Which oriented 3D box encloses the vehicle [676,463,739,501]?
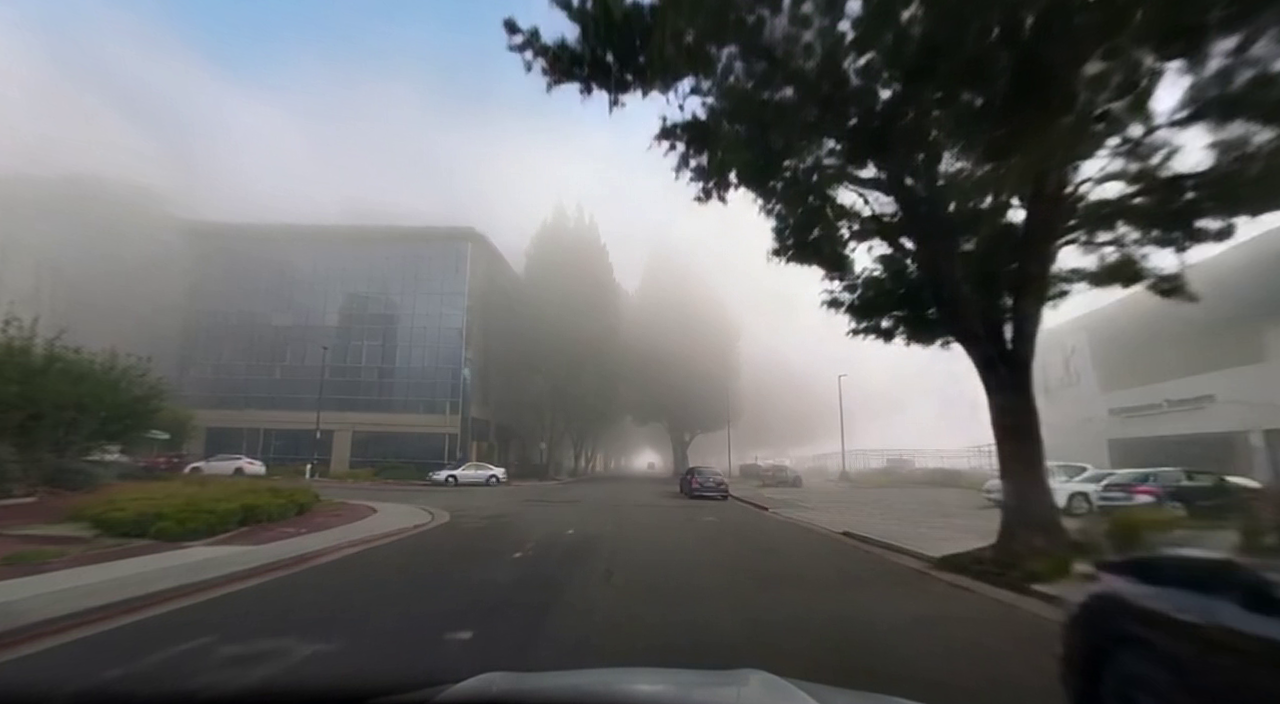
[{"bbox_3d":[2.710,5.395,26.316,2.073,1.434,3.899,1,-11,-2],"label":"vehicle"}]

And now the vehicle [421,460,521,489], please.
[{"bbox_3d":[-9.107,6.657,34.234,4.770,1.448,1.983,9,-14,-38],"label":"vehicle"}]

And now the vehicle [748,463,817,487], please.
[{"bbox_3d":[10.790,9.369,47.903,4.782,1.698,1.882,1,-11,-2],"label":"vehicle"}]

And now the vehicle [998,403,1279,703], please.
[{"bbox_3d":[2.826,0.855,0.969,1.962,1.627,4.371,2,-10,0],"label":"vehicle"}]

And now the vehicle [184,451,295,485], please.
[{"bbox_3d":[-19.963,5.834,31.534,4.118,1.482,1.889,2,-12,0],"label":"vehicle"}]
